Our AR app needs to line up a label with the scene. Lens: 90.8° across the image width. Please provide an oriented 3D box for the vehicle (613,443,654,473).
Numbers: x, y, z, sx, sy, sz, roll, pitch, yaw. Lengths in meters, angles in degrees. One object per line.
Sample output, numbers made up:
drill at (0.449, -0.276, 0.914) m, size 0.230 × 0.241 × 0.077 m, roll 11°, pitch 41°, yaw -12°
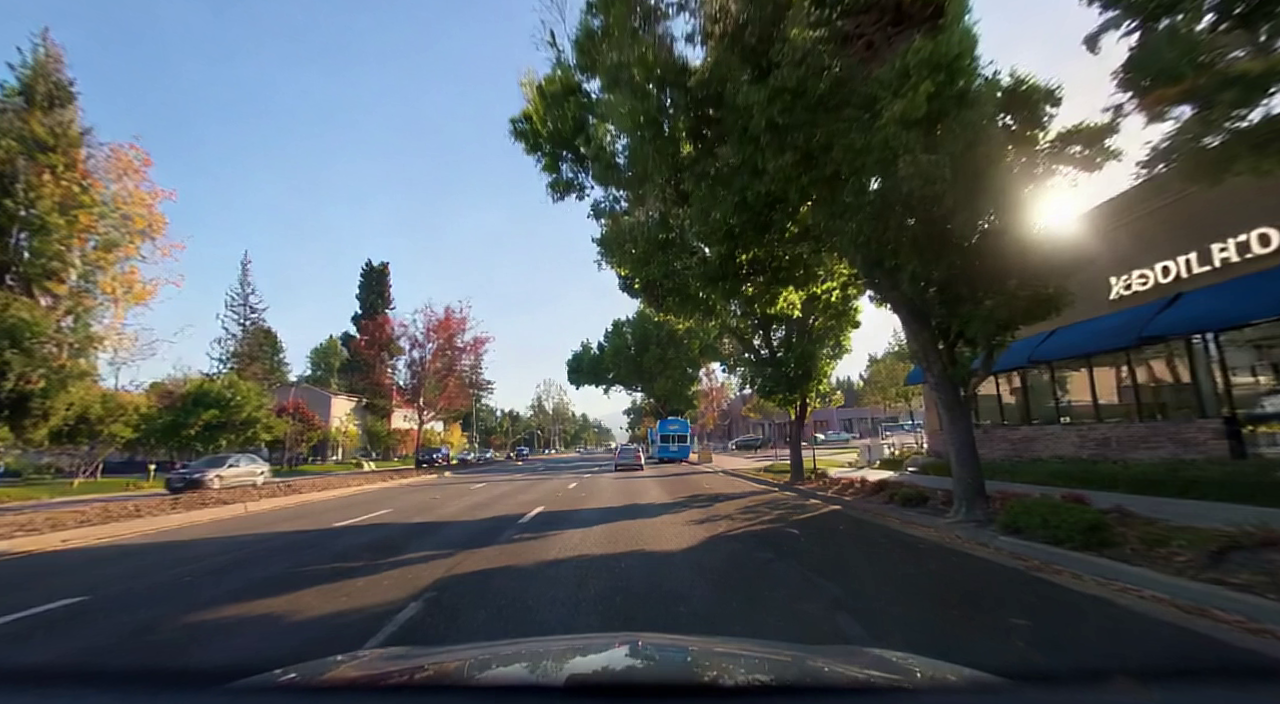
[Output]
vehicle at (-0.425, 5.750, 34.570) m, size 2.103 × 1.506 × 4.742 m, roll 0°, pitch -9°, yaw -3°

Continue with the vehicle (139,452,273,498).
vehicle at (-15.499, 4.368, 22.895) m, size 1.811 × 1.467 × 4.324 m, roll 0°, pitch -9°, yaw -1°

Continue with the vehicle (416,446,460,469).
vehicle at (-15.817, 8.298, 49.784) m, size 2.041 × 1.685 × 4.571 m, roll 0°, pitch -9°, yaw -1°
